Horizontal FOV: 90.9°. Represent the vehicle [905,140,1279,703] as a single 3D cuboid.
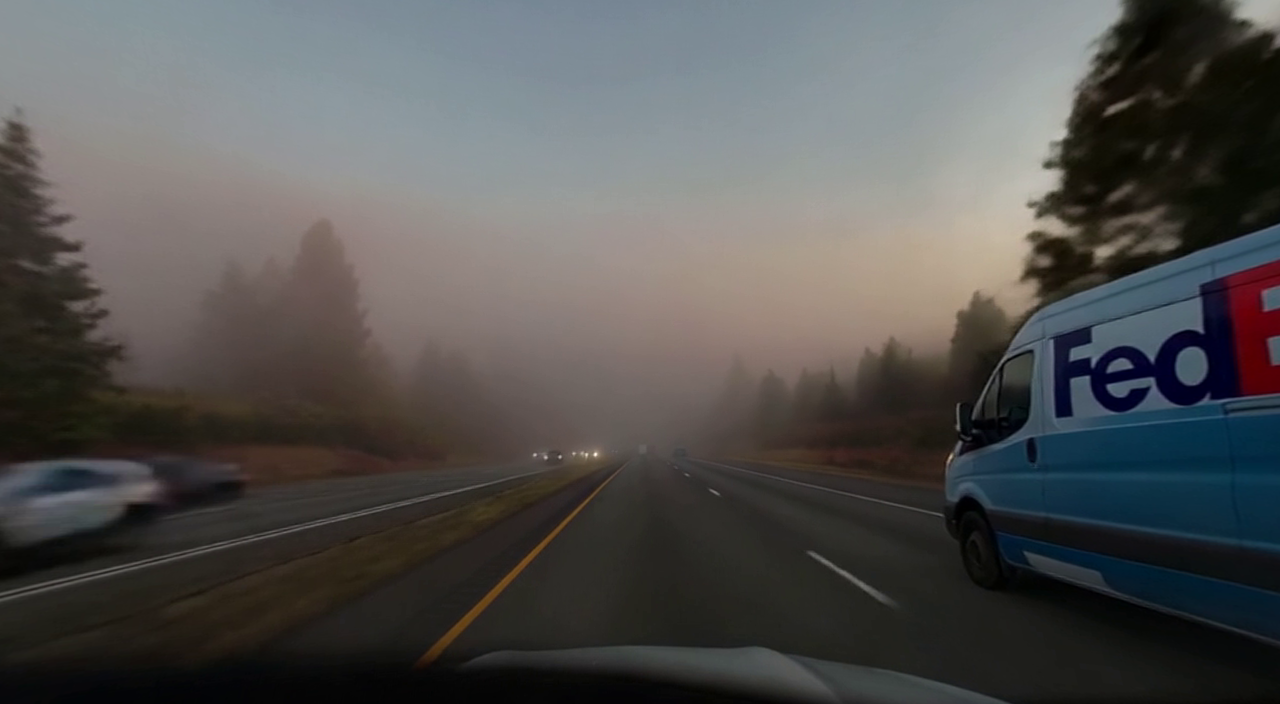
[{"bbox_3d":[3.906,0.478,3.033,2.522,2.556,6.180,0,-9,0],"label":"vehicle"}]
